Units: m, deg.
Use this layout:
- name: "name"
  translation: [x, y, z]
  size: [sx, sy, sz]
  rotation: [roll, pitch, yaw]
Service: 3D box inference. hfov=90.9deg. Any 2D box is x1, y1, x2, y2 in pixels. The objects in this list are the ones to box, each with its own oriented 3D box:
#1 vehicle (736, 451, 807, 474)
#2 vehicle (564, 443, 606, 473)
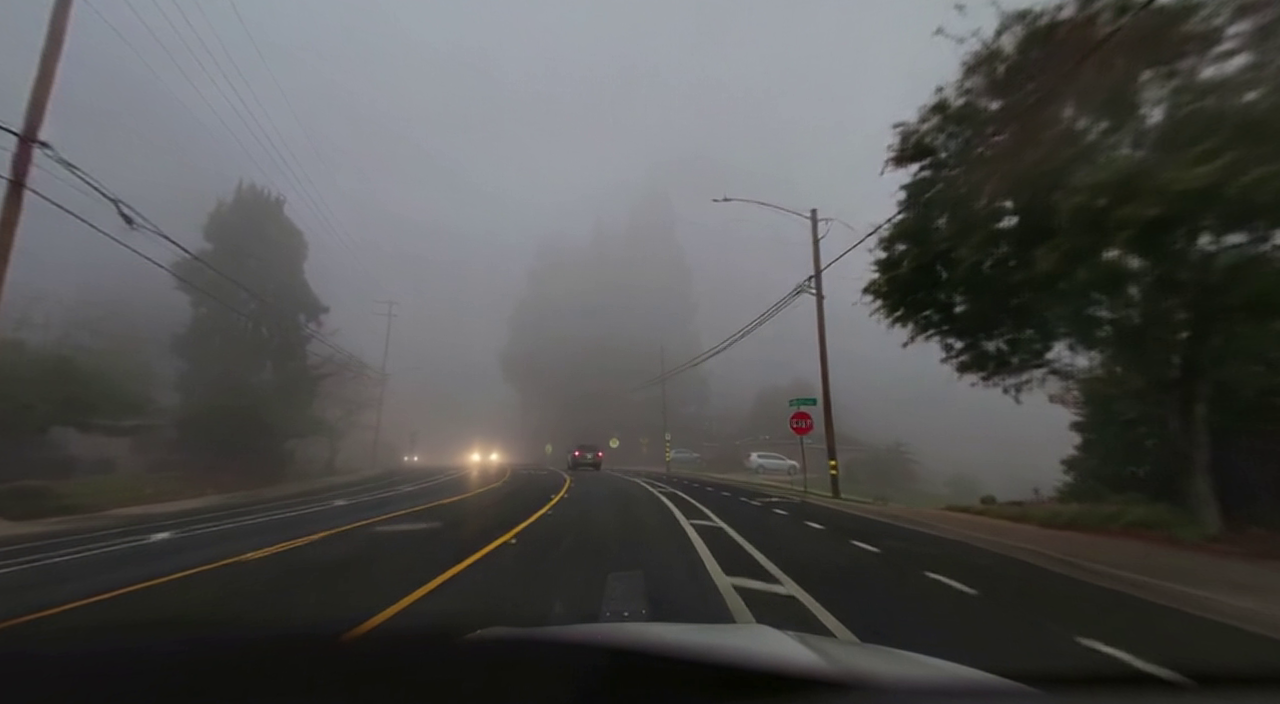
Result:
- name: "vehicle"
  translation: [9.184, 7.716, 44.158]
  size: [4.383, 1.508, 1.884]
  rotation: [1, -8, -10]
- name: "vehicle"
  translation: [-3.816, 7.166, 42.909]
  size: [2.284, 1.741, 4.702]
  rotation: [4, -8, -10]
